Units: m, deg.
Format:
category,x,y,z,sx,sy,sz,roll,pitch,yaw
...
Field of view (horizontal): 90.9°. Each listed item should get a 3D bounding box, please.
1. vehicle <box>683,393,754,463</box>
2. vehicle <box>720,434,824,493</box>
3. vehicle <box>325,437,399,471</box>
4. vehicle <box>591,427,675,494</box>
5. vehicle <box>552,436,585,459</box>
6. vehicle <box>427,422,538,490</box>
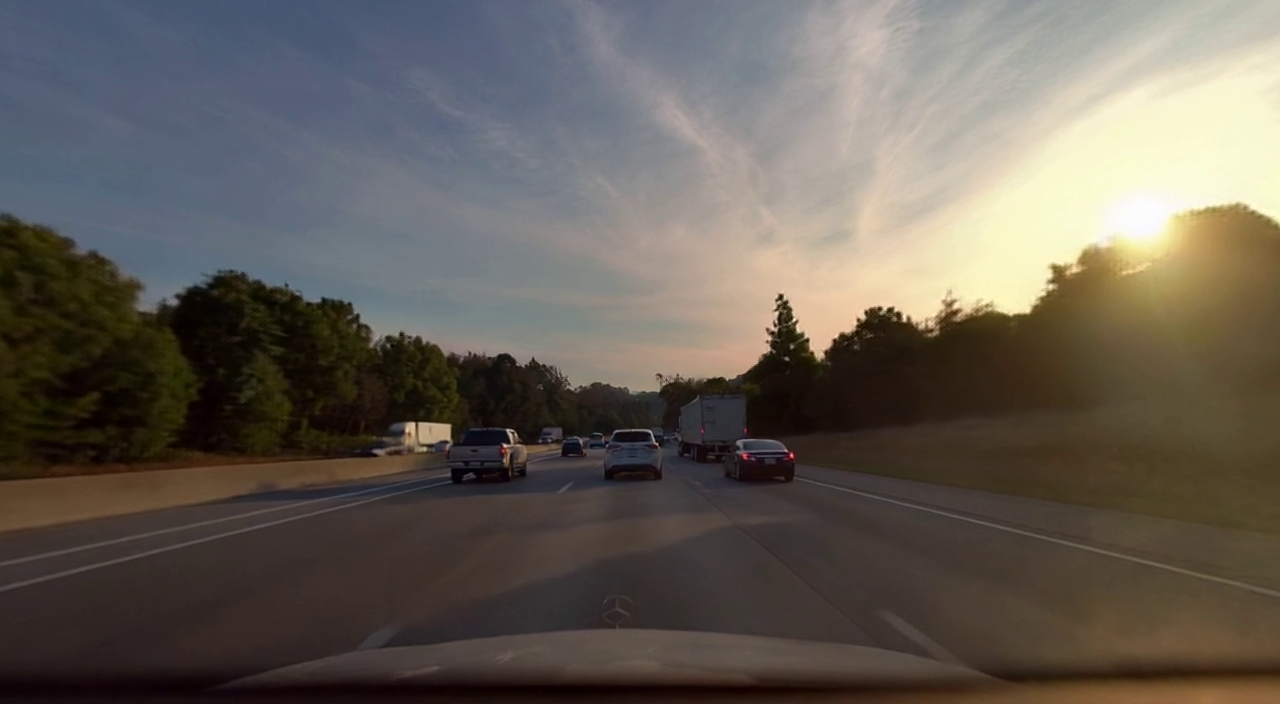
category,x,y,z,sx,sy,sz,roll,pitch,yaw
vehicle,5.155,5.478,44.587,2.888,4.135,14.071,0,-8,-2
vehicle,3.584,3.075,17.878,1.951,1.477,3.963,0,-8,-2
vehicle,-13.148,4.808,30.051,1.802,1.468,3.904,0,-8,-1
vehicle,-0.219,2.943,17.541,2.083,1.647,3.799,0,-8,-1
vehicle,-5.436,7.275,48.318,1.971,1.648,3.983,0,-8,1
vehicle,-4.560,3.079,19.080,2.101,1.767,4.702,0,-8,0
